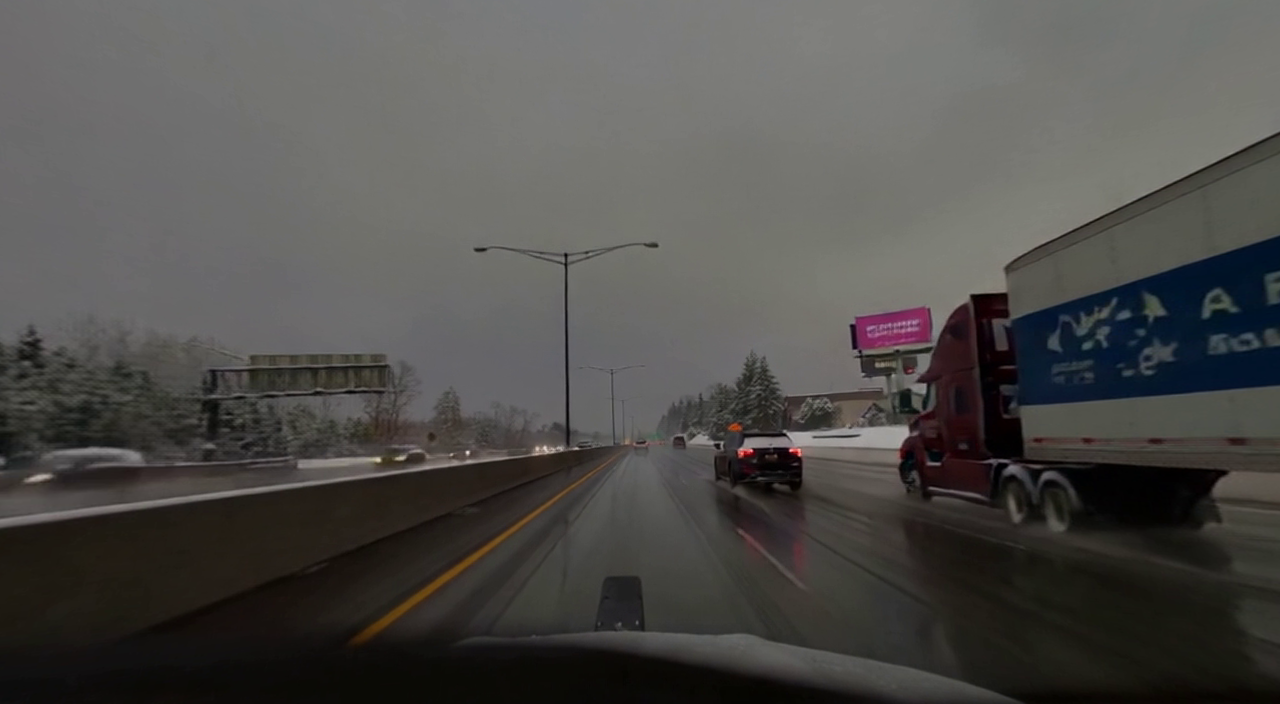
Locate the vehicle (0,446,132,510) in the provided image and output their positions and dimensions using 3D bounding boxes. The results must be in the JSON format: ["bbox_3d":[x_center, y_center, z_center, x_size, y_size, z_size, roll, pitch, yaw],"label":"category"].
[{"bbox_3d":[-18.233,3.696,19.011,1.967,1.682,4.682,0,-8,0],"label":"vehicle"}]

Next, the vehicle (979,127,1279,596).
[{"bbox_3d":[7.075,-0.325,2.816,2.864,4.060,14.637,0,-8,-1],"label":"vehicle"}]

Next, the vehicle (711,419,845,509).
[{"bbox_3d":[2.906,2.490,14.444,1.973,1.710,4.476,0,-8,-1],"label":"vehicle"}]

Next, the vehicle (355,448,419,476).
[{"bbox_3d":[-14.592,6.339,36.732,1.883,1.466,4.636,0,-8,0],"label":"vehicle"}]

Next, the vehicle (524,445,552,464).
[{"bbox_3d":[-7.758,7.781,48.279,1.554,1.386,3.320,0,-8,-1],"label":"vehicle"}]
